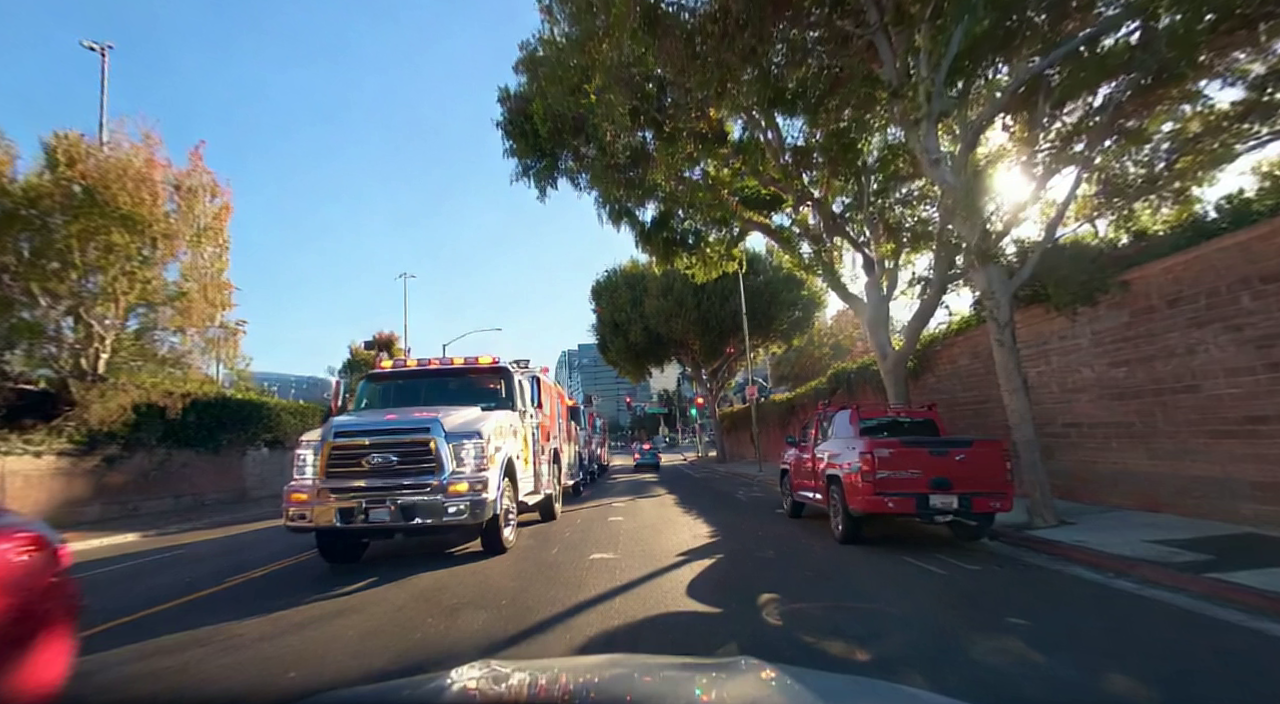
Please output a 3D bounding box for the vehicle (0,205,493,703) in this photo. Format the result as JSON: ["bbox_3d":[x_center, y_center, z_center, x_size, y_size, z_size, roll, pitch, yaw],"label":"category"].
[{"bbox_3d":[-2.810,0.941,4.104,2.458,2.027,4.831,0,-9,1],"label":"vehicle"}]

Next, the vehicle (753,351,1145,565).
[{"bbox_3d":[3.982,1.581,9.900,3.411,2.429,5.271,0,-8,0],"label":"vehicle"}]

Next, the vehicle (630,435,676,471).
[{"bbox_3d":[0.625,5.578,35.085,2.332,1.831,4.930,0,-8,-1],"label":"vehicle"}]
